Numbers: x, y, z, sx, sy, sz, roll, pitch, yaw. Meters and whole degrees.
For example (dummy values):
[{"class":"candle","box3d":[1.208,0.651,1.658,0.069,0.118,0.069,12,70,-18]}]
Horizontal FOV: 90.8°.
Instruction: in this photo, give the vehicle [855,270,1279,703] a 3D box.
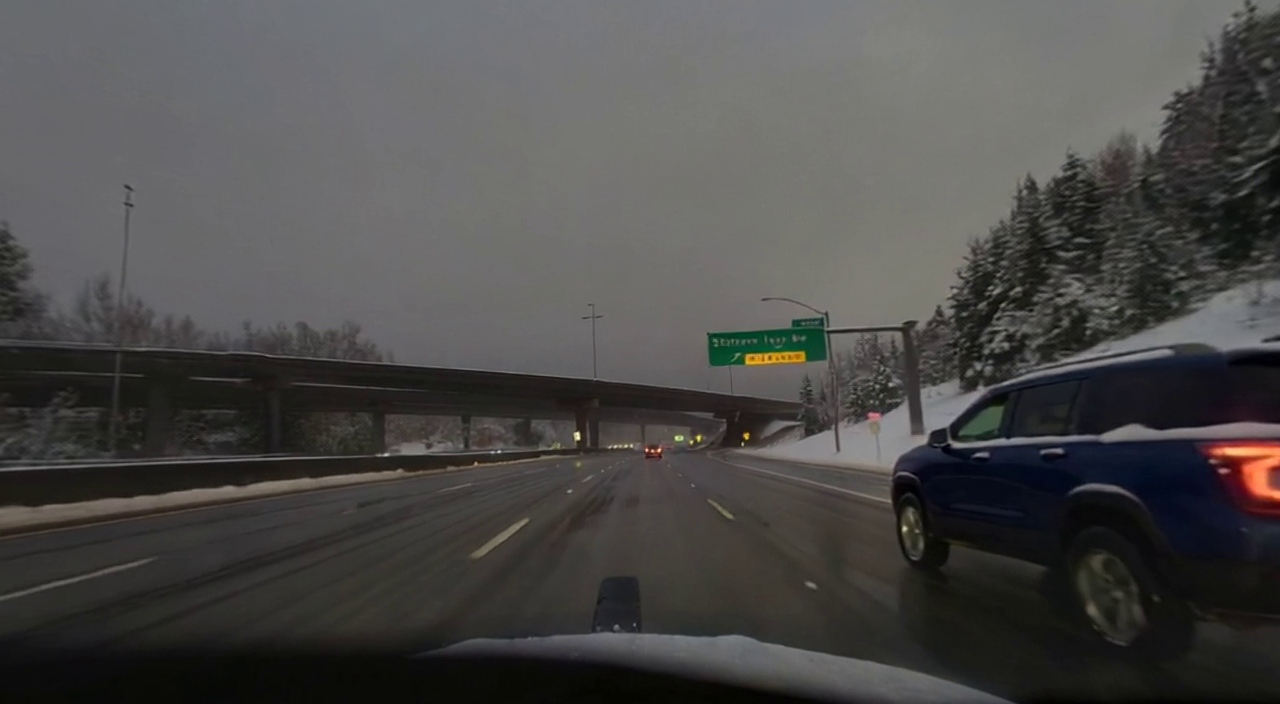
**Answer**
[{"class":"vehicle","box3d":[3.545,0.920,4.500,2.155,1.918,4.945,-1,-8,-1]}]
